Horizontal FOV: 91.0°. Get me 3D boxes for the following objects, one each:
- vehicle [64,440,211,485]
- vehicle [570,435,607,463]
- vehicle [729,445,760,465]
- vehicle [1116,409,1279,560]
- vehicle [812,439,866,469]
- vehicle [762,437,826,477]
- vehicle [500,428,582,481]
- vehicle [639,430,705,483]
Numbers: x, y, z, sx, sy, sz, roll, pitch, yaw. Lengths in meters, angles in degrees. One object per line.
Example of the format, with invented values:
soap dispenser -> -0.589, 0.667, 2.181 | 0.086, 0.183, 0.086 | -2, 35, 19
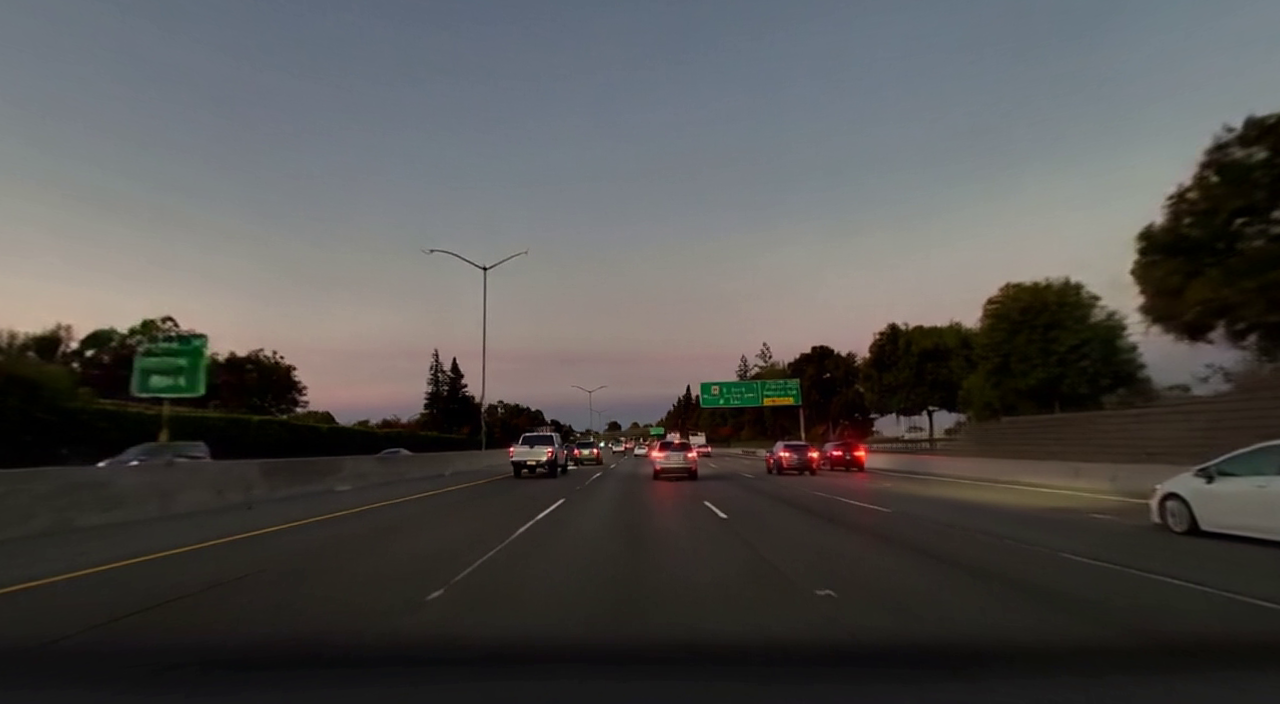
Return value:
vehicle -> -21.043, 4.613, 26.710 | 2.104, 1.702, 4.818 | 0, -9, 2
vehicle -> -3.942, 7.565, 49.269 | 2.317, 2.049, 5.746 | 0, -9, 1
vehicle -> 8.118, 8.026, 49.224 | 1.815, 1.479, 3.892 | 0, -9, 0
vehicle -> 7.718, 1.433, 6.836 | 1.989, 1.569, 3.964 | 0, -9, 1
vehicle -> 12.445, 6.422, 39.712 | 2.010, 1.765, 4.375 | 0, -9, 1
vehicle -> 7.016, 4.823, 29.142 | 2.022, 1.682, 4.226 | 0, -9, 2
vehicle -> -3.639, 3.911, 24.210 | 2.199, 1.777, 4.790 | 0, -9, 2
vehicle -> 1.154, 3.791, 23.032 | 2.181, 1.728, 3.970 | 0, -9, 2
